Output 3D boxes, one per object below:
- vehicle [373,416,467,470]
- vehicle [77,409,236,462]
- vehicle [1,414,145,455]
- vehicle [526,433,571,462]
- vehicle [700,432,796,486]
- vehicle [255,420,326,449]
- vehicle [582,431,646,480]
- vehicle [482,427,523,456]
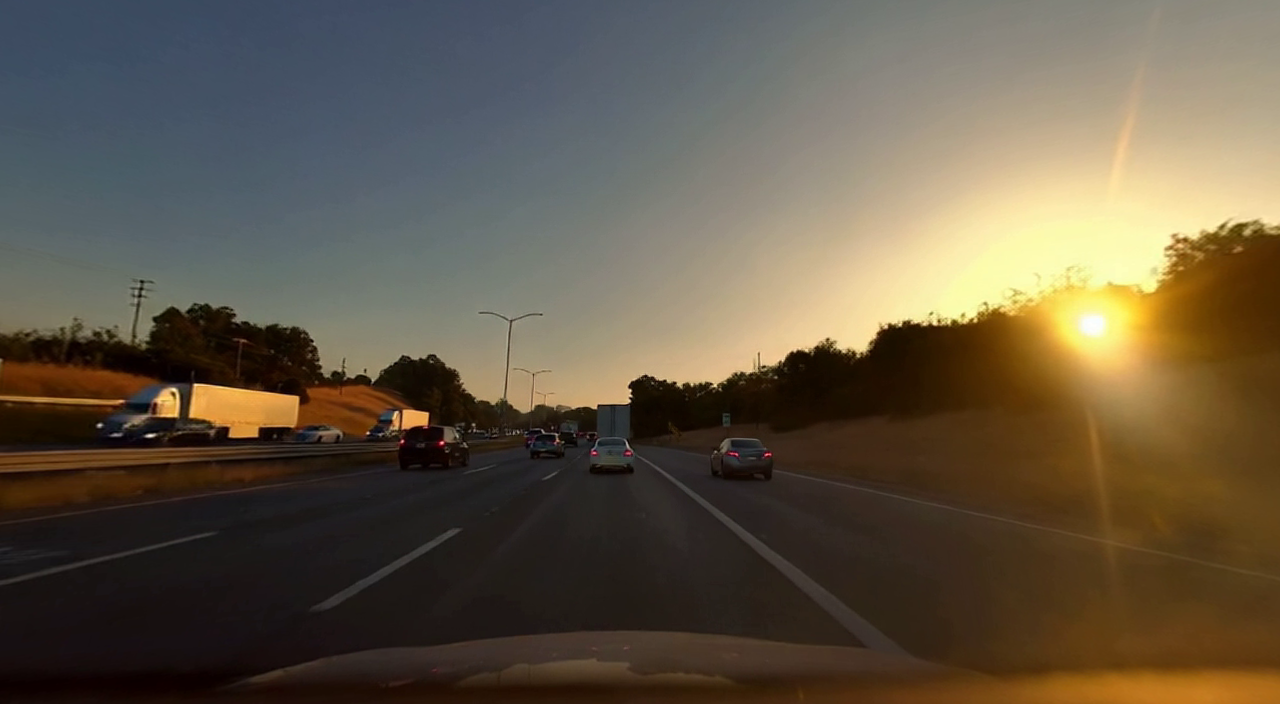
[{"bbox_3d":[-8.652,3.620,25.206,2.158,1.943,4.662,0,-8,-1],"label":"vehicle"},{"bbox_3d":[-15.493,2.730,20.487,1.977,1.542,4.157,0,-8,-2],"label":"vehicle"},{"bbox_3d":[-23.387,3.439,26.204,2.068,1.563,4.337,0,-8,-3],"label":"vehicle"},{"bbox_3d":[-5.060,5.331,35.325,2.046,1.493,4.384,0,-8,-2],"label":"vehicle"},{"bbox_3d":[3.229,3.295,19.785,1.981,1.474,4.396,0,-8,-4],"label":"vehicle"},{"bbox_3d":[-20.148,4.770,36.435,1.831,1.575,4.218,0,-8,-3],"label":"vehicle"},{"bbox_3d":[-0.872,3.463,21.341,1.980,1.478,3.758,0,-8,-2],"label":"vehicle"},{"bbox_3d":[-9.428,6.178,43.444,1.992,1.838,4.493,0,-8,-2],"label":"vehicle"}]
